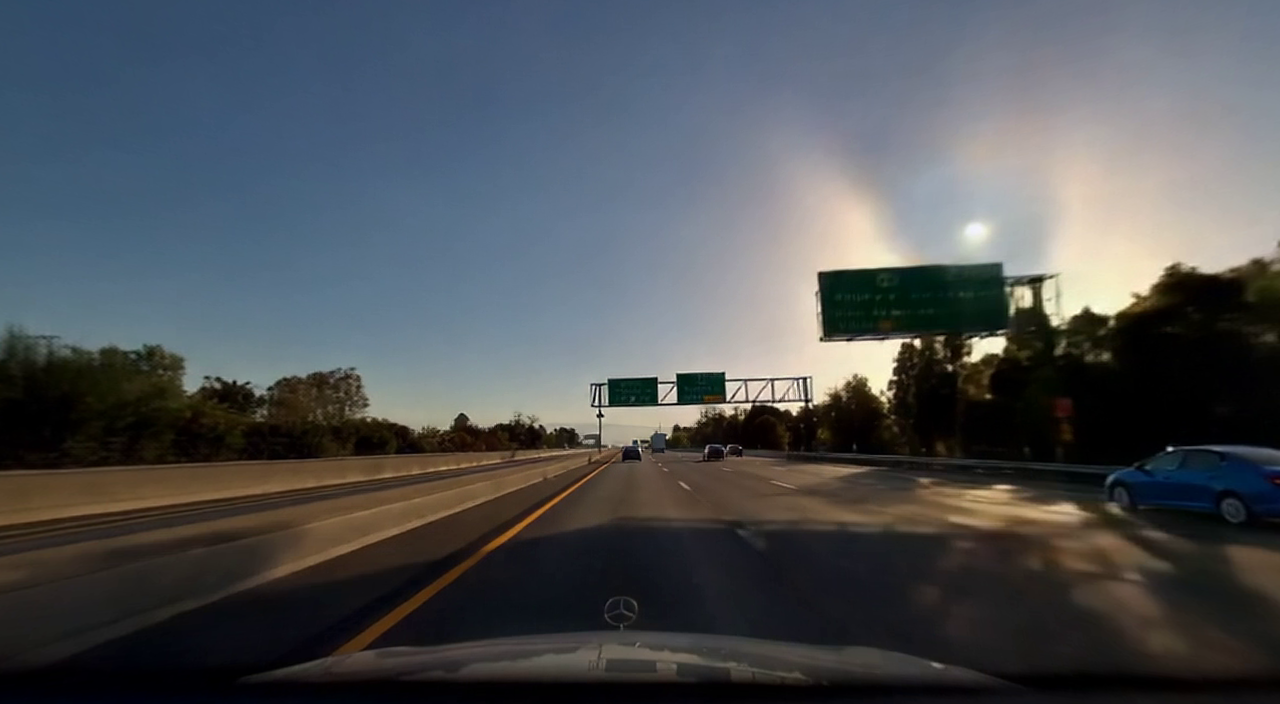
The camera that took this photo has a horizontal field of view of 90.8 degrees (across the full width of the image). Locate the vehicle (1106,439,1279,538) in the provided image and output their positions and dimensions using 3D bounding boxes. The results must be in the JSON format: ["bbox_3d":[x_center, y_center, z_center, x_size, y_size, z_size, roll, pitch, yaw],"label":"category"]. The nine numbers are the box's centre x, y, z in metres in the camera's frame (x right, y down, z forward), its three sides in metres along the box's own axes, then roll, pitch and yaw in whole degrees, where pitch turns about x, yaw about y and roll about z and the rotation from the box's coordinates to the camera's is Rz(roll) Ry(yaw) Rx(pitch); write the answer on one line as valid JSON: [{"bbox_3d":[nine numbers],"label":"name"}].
[{"bbox_3d":[10.719,2.234,10.701,2.024,1.481,4.747,0,-8,0],"label":"vehicle"}]

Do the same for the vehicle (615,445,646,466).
[{"bbox_3d":[-0.607,7.007,42.855,2.004,1.259,3.781,0,-8,0],"label":"vehicle"}]
